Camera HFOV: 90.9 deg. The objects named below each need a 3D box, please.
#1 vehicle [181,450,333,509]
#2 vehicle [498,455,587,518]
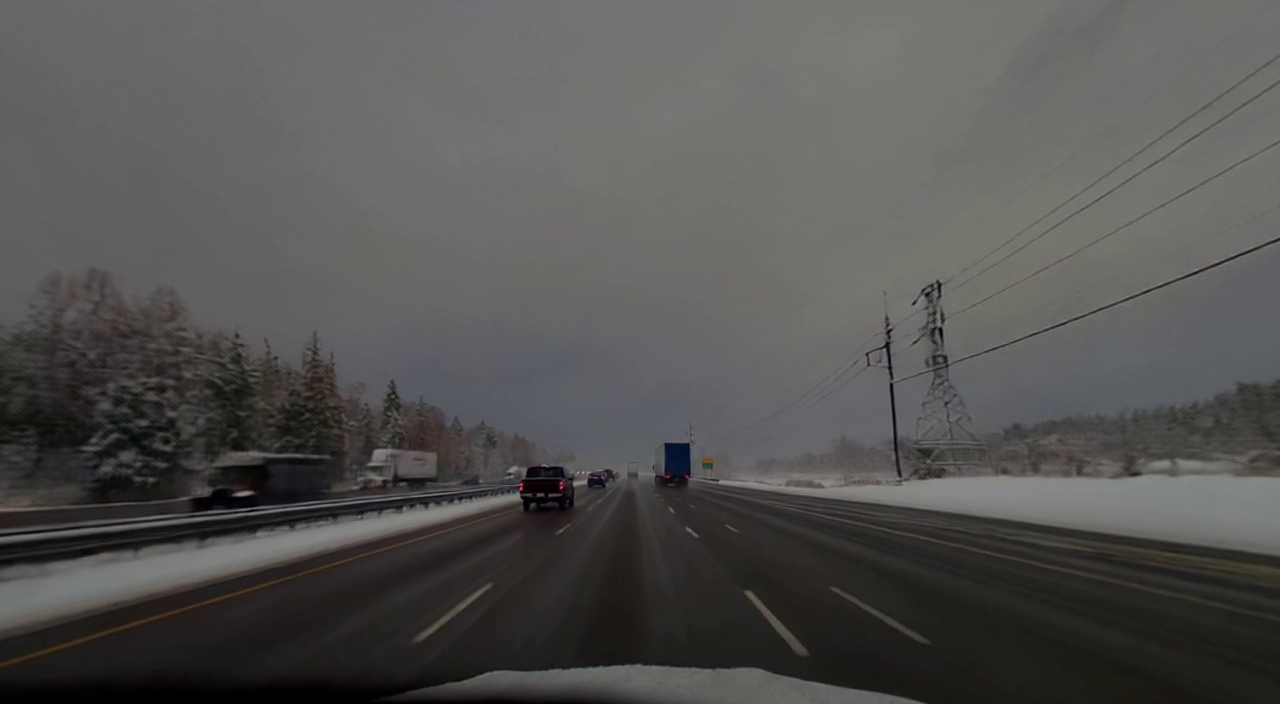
[{"bbox_3d":[-12.135,4.105,20.438,1.964,1.656,4.650,1,-11,0],"label":"vehicle"},{"bbox_3d":[-2.912,4.202,19.946,2.065,1.722,4.441,1,-11,0],"label":"vehicle"}]
